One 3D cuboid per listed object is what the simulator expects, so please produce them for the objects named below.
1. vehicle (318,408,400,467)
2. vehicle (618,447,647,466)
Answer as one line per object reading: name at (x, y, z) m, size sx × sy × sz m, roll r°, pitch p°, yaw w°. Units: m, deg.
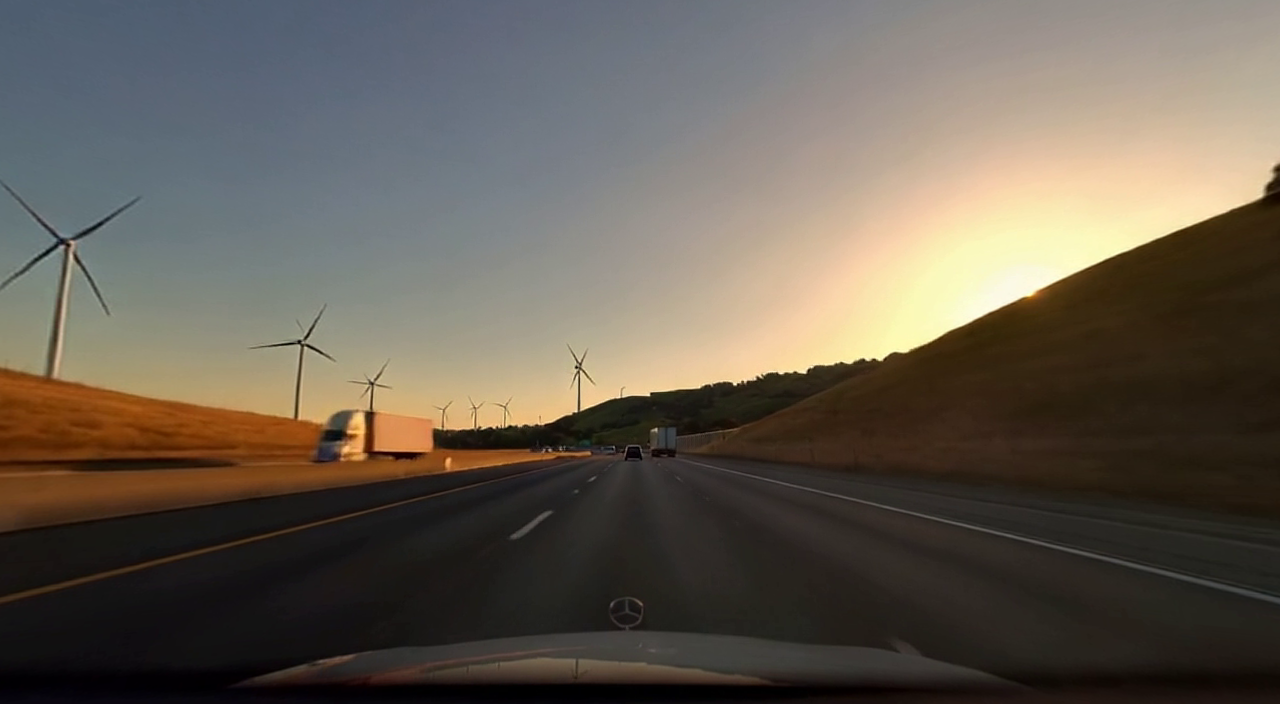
vehicle at (-19.042, 5.911, 43.170) m, size 2.983 × 3.701 × 5.845 m, roll 0°, pitch -9°, yaw -2°
vehicle at (-0.606, 8.222, 49.566) m, size 2.209 × 1.453 × 3.695 m, roll 0°, pitch -9°, yaw -1°
